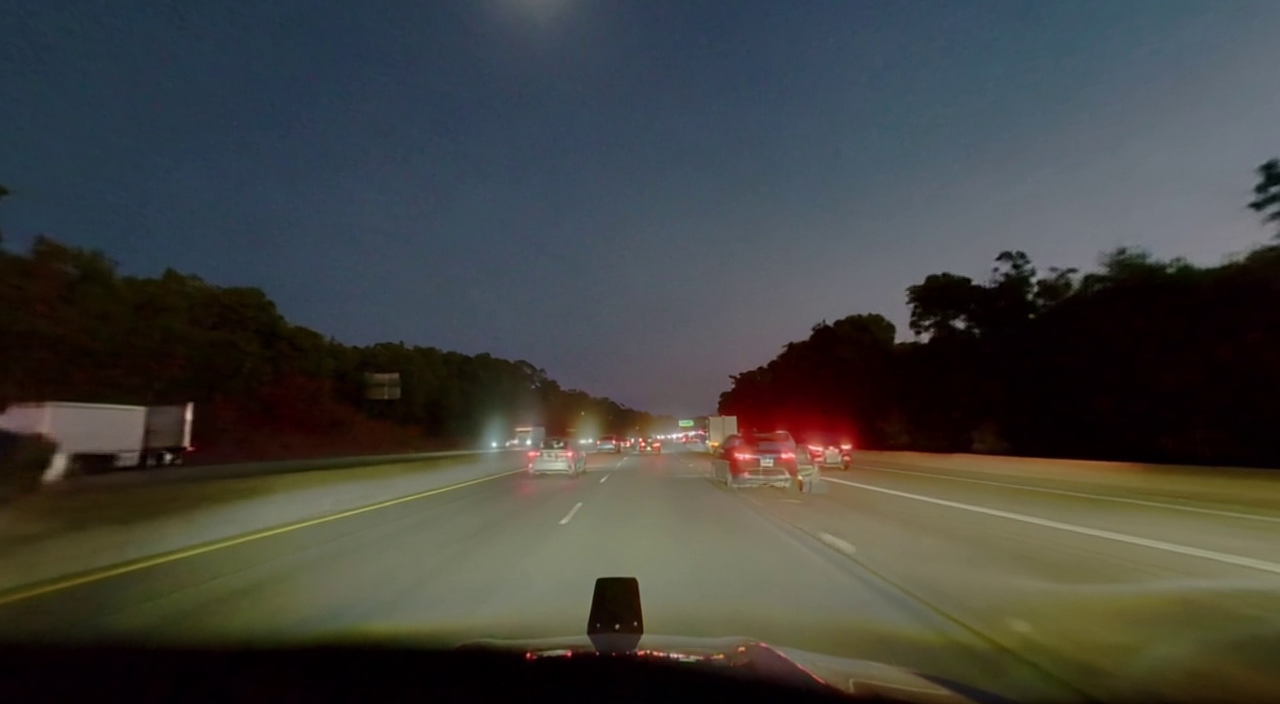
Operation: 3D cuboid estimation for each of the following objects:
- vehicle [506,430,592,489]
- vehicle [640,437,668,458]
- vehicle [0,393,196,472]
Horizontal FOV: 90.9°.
[{"bbox_3d":[-2.694,3.260,19.632,2.137,1.618,4.209,0,-8,-1],"label":"vehicle"},{"bbox_3d":[0.997,7.077,46.881,2.004,1.465,3.842,0,-8,0],"label":"vehicle"},{"bbox_3d":[-31.848,4.760,36.599,3.007,3.823,12.412,-1,-8,0],"label":"vehicle"}]
